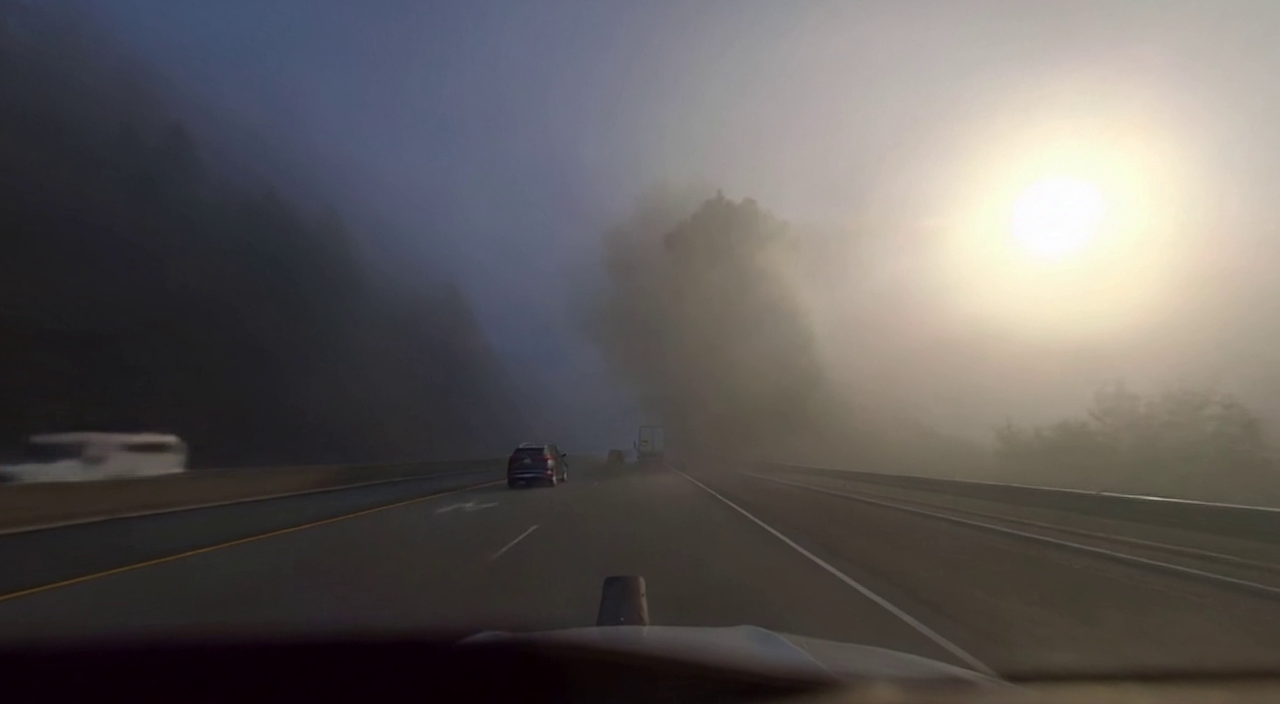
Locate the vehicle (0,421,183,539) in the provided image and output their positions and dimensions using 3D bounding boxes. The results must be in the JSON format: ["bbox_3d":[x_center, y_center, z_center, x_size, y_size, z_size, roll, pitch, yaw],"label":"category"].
[{"bbox_3d":[-12.367,2.562,12.992,2.021,2.068,5.034,0,-9,0],"label":"vehicle"}]

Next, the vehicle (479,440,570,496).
[{"bbox_3d":[-3.582,3.711,20.461,2.057,1.618,4.212,0,-9,1],"label":"vehicle"}]
